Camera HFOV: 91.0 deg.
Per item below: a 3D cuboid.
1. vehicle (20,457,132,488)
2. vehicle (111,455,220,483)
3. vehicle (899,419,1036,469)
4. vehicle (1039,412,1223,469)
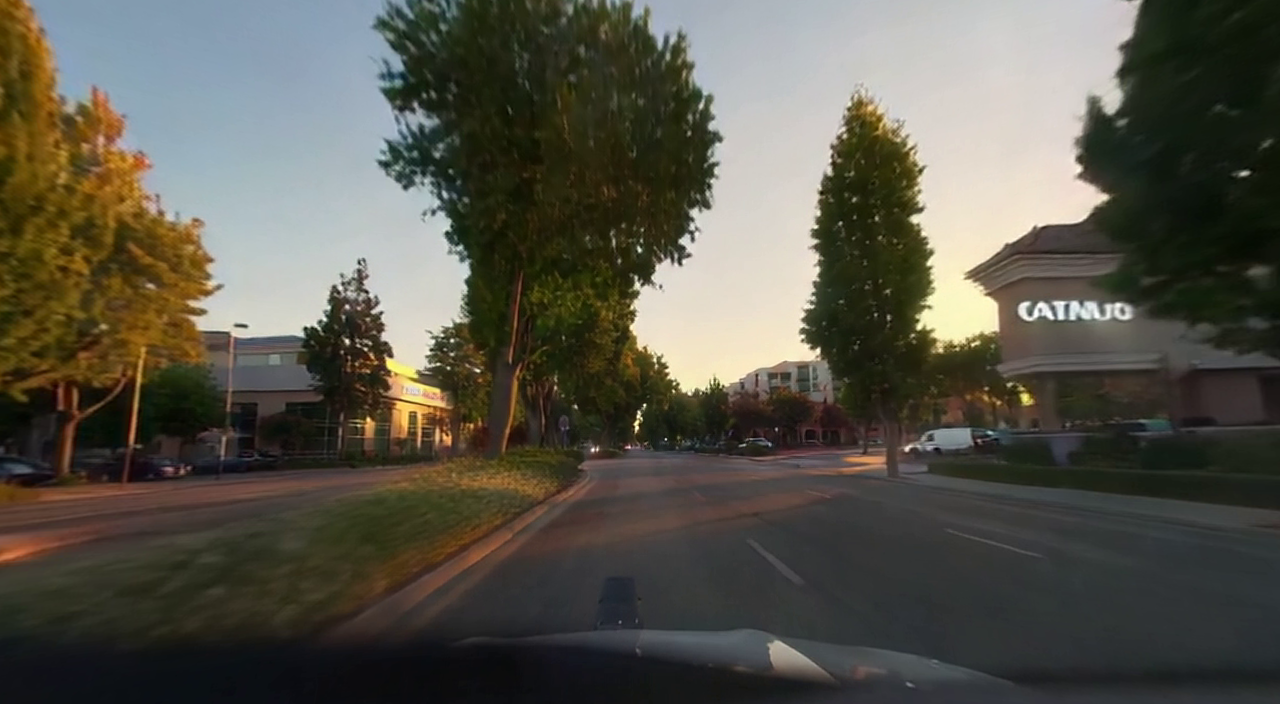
[{"bbox_3d":[-29.754,6.348,33.284,4.154,1.510,1.847,0,-8,1],"label":"vehicle"},{"bbox_3d":[-29.648,7.307,39.483,4.739,1.638,2.515,1,-9,-1],"label":"vehicle"},{"bbox_3d":[22.035,6.211,42.675,7.634,3.061,2.777,-1,-8,0],"label":"vehicle"},{"bbox_3d":[33.515,6.080,43.227,10.143,3.636,2.880,1,-9,-2],"label":"vehicle"}]
